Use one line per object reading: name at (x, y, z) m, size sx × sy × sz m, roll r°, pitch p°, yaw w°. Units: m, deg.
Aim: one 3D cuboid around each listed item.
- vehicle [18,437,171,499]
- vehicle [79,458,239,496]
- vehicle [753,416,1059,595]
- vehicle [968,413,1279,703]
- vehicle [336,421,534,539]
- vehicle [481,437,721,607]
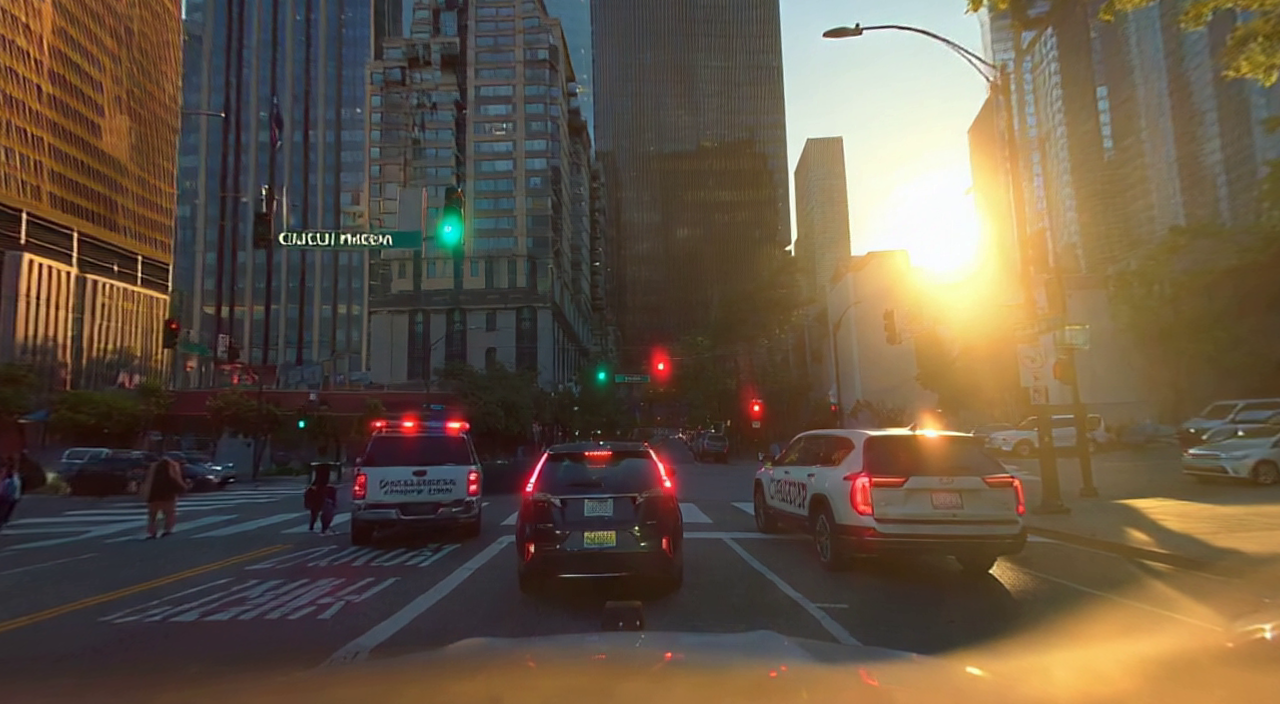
vehicle at (-30.871, 6.529, 35.940) m, size 5.896 × 3.276 × 2.809 m, roll 1°, pitch -8°, yaw 1°
vehicle at (-20.200, 5.255, 26.713) m, size 5.153 × 1.449 × 1.966 m, roll 0°, pitch -8°, yaw 0°
vehicle at (3.036, 1.853, 8.622) m, size 2.072 × 1.735 × 4.759 m, roll 0°, pitch -8°, yaw 0°
vehicle at (2.743, 0.809, 1.114) m, size 1.902 × 1.454 × 4.540 m, roll 0°, pitch -8°, yaw 0°
vehicle at (-3.690, 2.416, 12.699) m, size 2.190 × 1.840 × 5.272 m, roll 0°, pitch -8°, yaw 0°
vehicle at (-0.363, 1.791, 7.641) m, size 2.092 × 1.454 × 4.132 m, roll 0°, pitch -8°, yaw -1°
